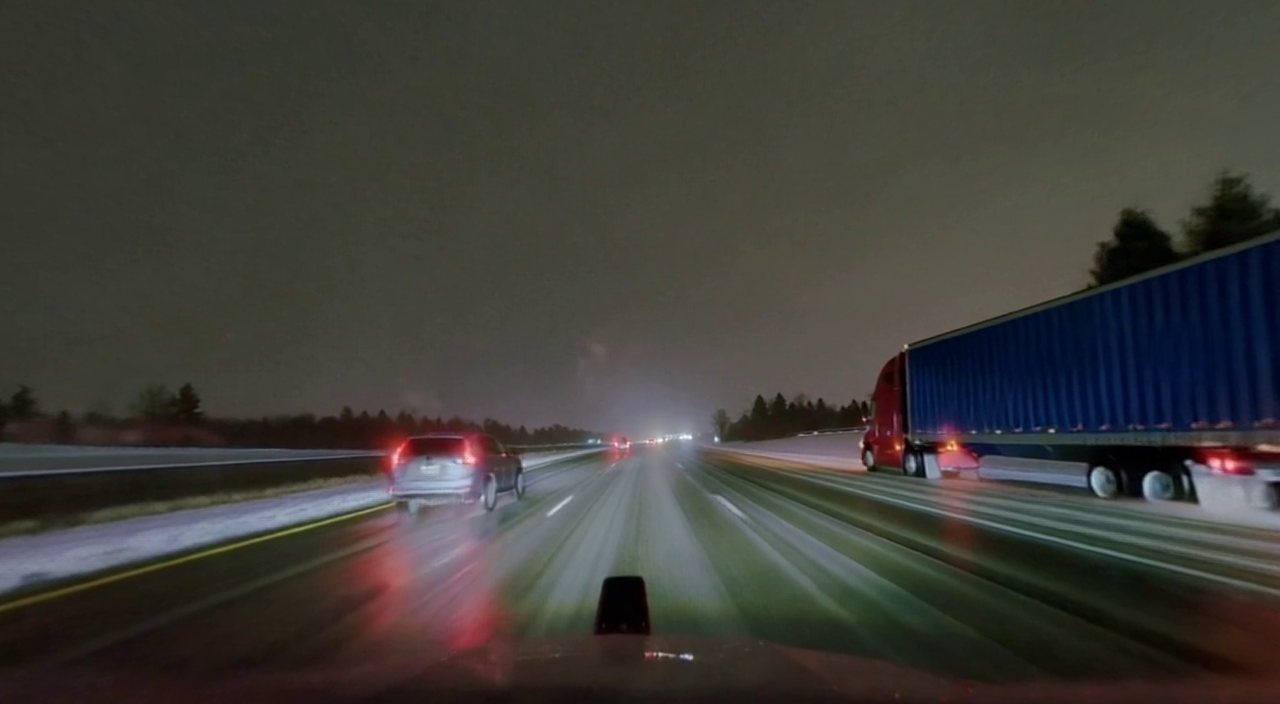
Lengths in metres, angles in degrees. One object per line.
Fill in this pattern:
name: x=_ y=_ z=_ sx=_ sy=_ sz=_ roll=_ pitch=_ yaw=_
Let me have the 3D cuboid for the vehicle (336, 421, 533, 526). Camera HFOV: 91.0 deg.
vehicle: x=-3.589 y=2.217 z=12.171 sx=2.053 sy=1.587 sz=4.855 roll=0 pitch=-8 yaw=2
